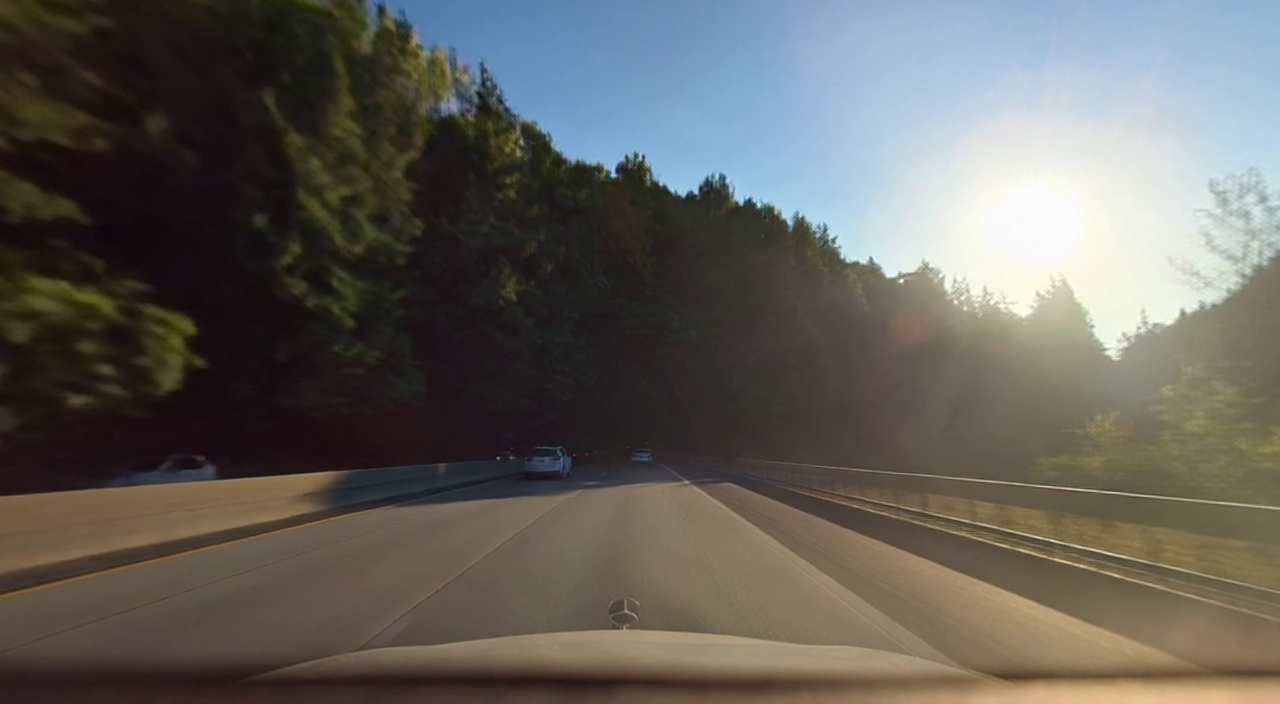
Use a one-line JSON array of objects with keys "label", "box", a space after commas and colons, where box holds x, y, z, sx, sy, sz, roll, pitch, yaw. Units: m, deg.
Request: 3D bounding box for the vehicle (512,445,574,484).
[{"label": "vehicle", "box": [-4.055, 4.779, 27.012, 1.978, 1.538, 3.755, 0, -9, 1]}]

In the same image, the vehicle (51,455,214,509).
[{"label": "vehicle", "box": [-16.497, 4.193, 20.816, 1.705, 1.552, 4.338, 0, -9, 1]}]

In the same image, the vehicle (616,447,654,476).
[{"label": "vehicle", "box": [-0.265, 6.150, 35.617, 2.001, 1.490, 3.914, 0, -9, 0]}]

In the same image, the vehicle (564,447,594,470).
[{"label": "vehicle", "box": [-4.486, 7.820, 46.548, 1.834, 1.615, 3.624, 0, -9, 0]}]
